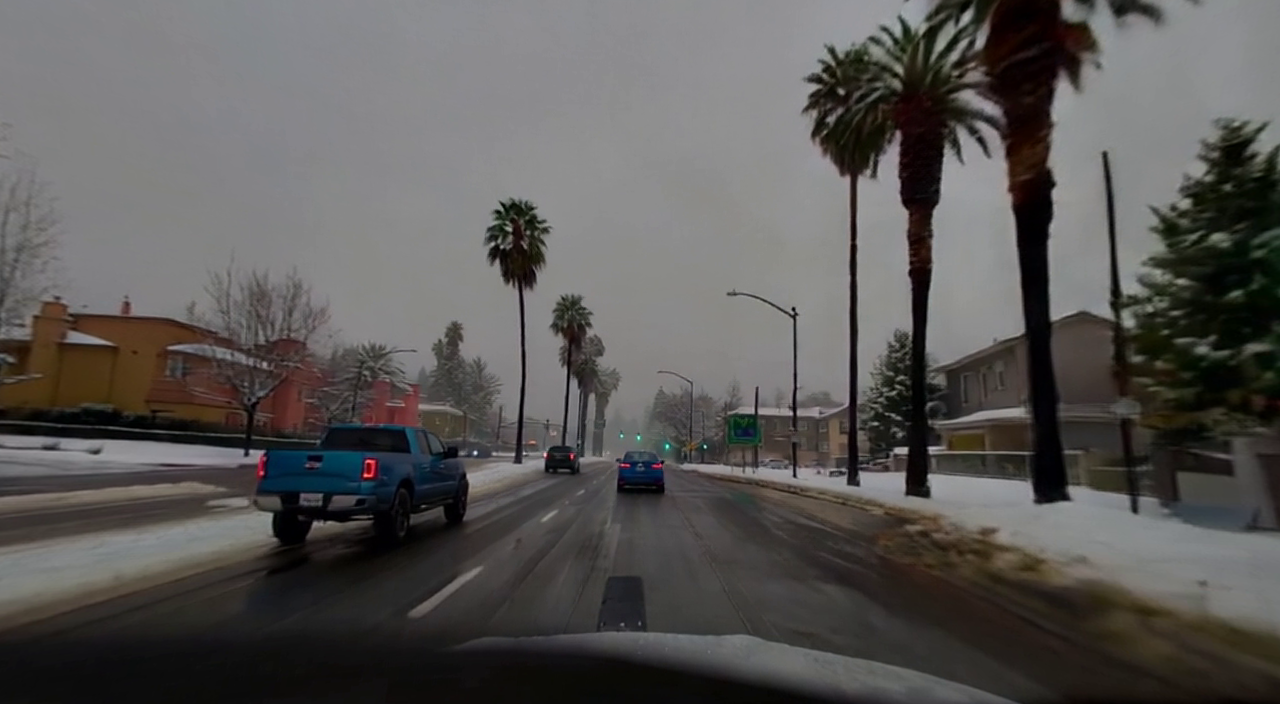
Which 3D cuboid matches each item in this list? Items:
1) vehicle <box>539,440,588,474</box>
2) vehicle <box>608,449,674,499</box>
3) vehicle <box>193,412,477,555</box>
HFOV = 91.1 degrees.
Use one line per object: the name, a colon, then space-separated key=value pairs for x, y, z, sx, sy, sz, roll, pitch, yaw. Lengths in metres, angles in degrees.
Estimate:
vehicle: x=-4.882 y=6.791 z=40.981 sx=2.447 sy=2.062 sz=5.911 roll=0 pitch=-9 yaw=0
vehicle: x=0.033 y=4.248 z=22.342 sx=2.122 sy=1.562 sz=4.152 roll=0 pitch=-9 yaw=0
vehicle: x=-4.914 y=2.232 z=11.589 sx=2.187 sy=1.904 sz=6.103 roll=0 pitch=-9 yaw=0
